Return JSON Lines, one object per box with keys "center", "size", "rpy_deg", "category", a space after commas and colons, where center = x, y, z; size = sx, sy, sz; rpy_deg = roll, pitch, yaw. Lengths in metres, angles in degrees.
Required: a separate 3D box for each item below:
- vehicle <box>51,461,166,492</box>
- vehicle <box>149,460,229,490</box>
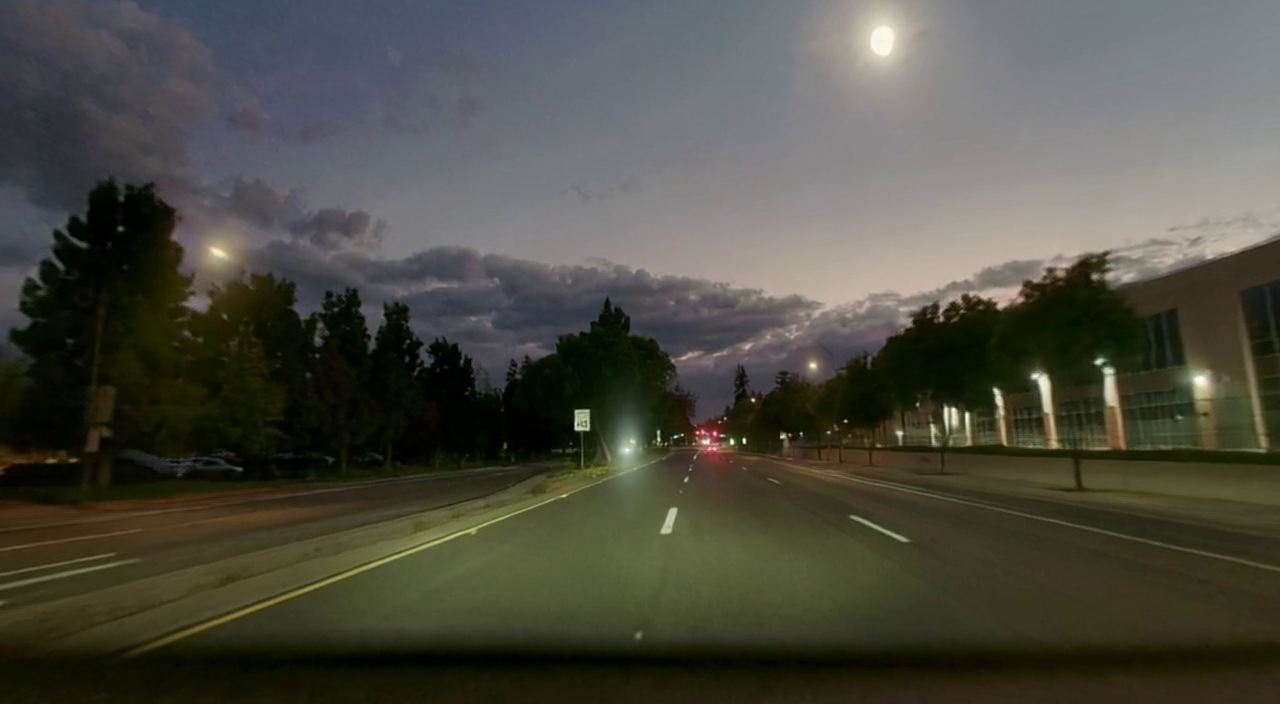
{"center": [-27.098, 6.343, 32.214], "size": [4.380, 1.461, 1.754], "rpy_deg": [-1, -8, 4], "category": "vehicle"}
{"center": [-26.641, 7.260, 37.276], "size": [3.587, 1.424, 1.633], "rpy_deg": [-4, -8, 4], "category": "vehicle"}
